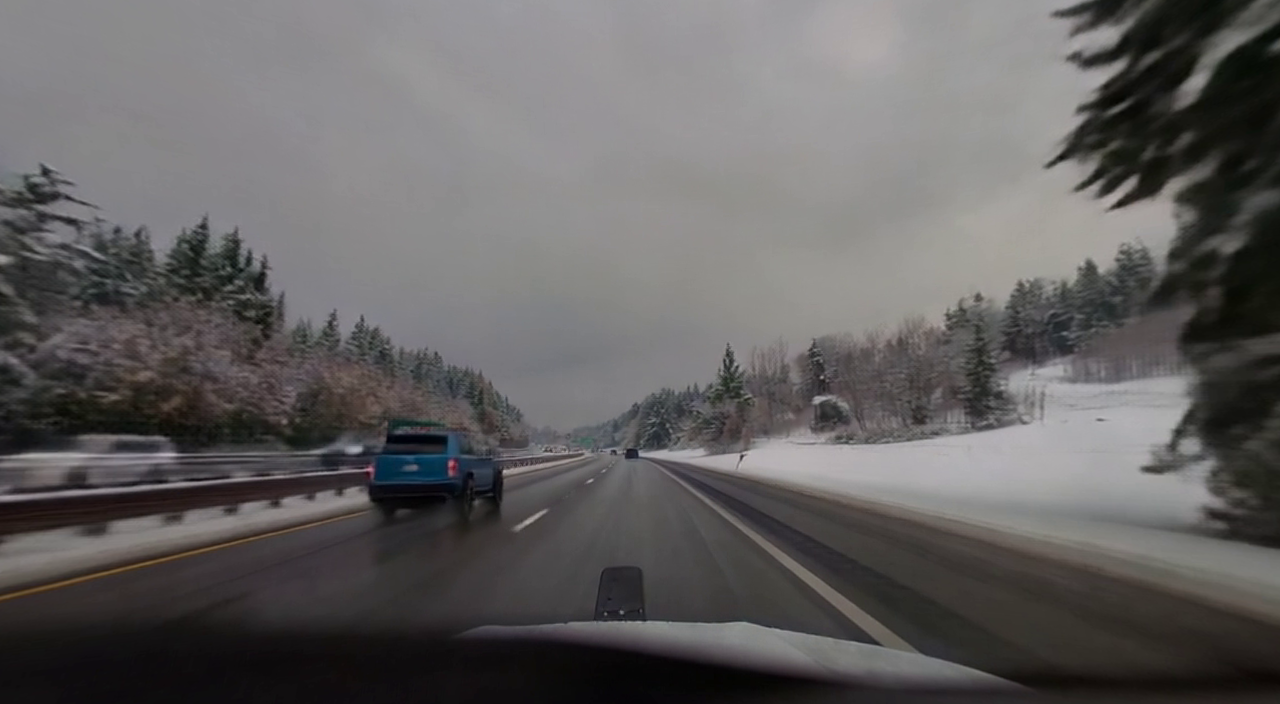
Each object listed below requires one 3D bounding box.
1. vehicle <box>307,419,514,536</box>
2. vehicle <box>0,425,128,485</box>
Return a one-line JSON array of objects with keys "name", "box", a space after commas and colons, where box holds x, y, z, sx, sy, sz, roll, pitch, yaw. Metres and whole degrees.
[{"name": "vehicle", "box": [-3.952, 2.267, 11.903, 2.135, 1.755, 4.476, 0, -9, 1]}, {"name": "vehicle", "box": [-16.898, 2.823, 17.300, 1.825, 1.477, 4.578, 0, -9, 0]}]
